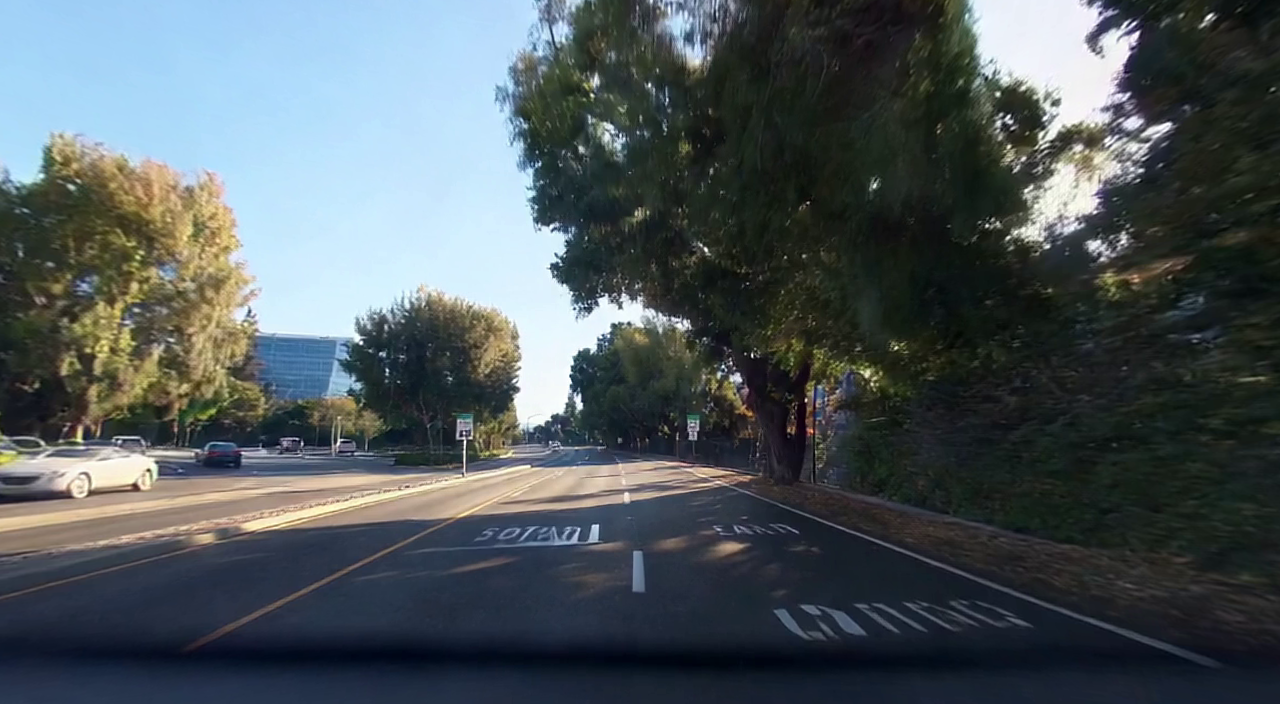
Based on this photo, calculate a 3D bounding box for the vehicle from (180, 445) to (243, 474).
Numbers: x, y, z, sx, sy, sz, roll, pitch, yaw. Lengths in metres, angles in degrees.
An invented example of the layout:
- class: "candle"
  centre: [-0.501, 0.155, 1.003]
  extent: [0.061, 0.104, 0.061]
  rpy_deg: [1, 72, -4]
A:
- class: "vehicle"
  centre: [-23.576, 5.885, 34.429]
  extent: [3.857, 1.479, 1.711]
  rpy_deg: [-7, -11, 38]

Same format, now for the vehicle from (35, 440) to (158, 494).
- class: "vehicle"
  centre: [-16.227, 3.381, 18.679]
  extent: [3.673, 1.454, 1.687]
  rpy_deg: [-6, -10, 32]
